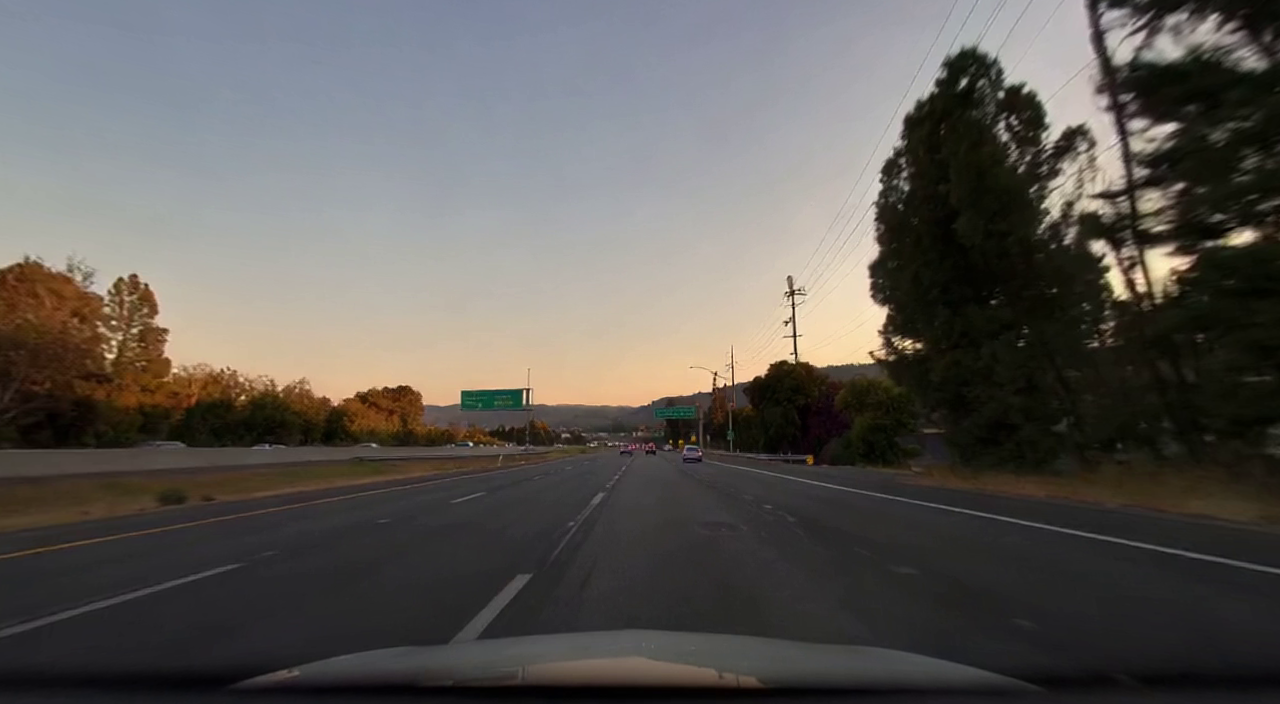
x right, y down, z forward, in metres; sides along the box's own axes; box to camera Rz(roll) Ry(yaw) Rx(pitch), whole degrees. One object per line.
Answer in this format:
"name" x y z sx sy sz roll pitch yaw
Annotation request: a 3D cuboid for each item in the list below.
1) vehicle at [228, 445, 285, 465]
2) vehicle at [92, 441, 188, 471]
"vehicle" -30.192 8.093 49.785 1.717 1.466 4.377 0 -8 0
"vehicle" -30.372 6.313 38.507 1.975 1.717 4.668 0 -8 1
